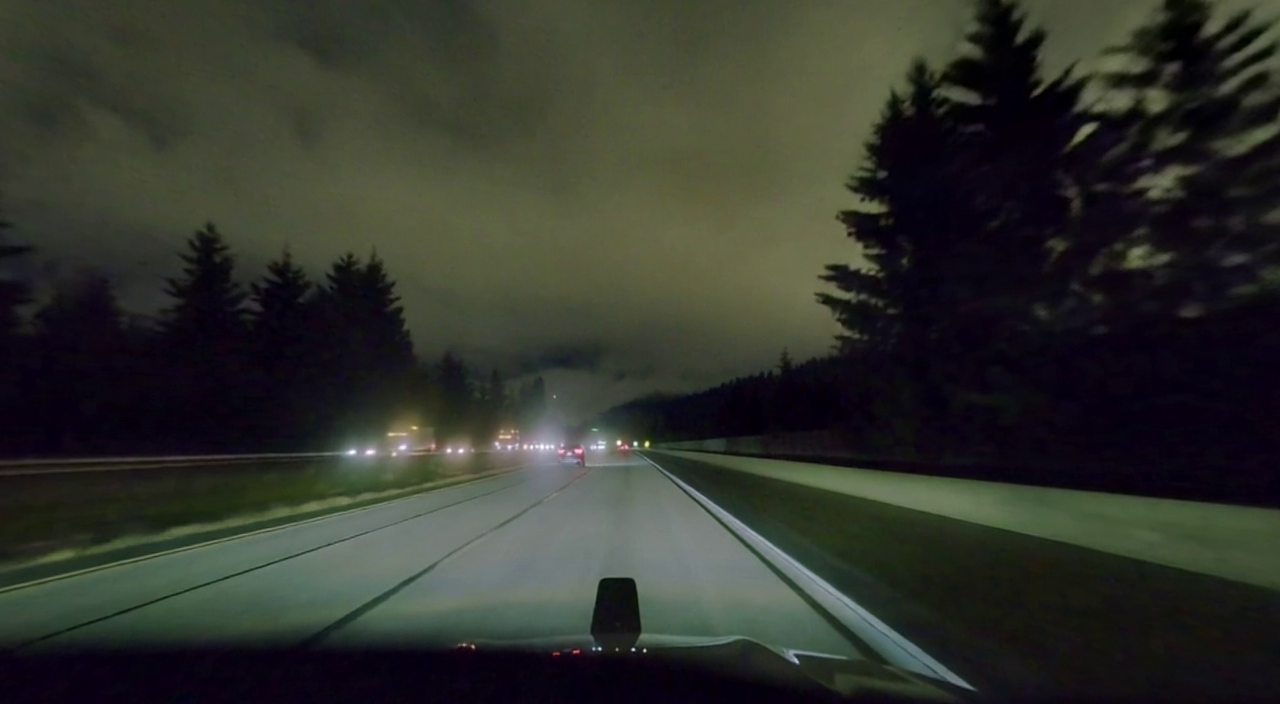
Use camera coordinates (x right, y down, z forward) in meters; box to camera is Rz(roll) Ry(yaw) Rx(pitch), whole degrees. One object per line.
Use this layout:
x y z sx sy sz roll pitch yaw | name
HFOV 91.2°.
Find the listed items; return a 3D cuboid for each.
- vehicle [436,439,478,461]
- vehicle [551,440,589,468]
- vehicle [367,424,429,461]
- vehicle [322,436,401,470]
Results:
-13.198 7.133 45.511 1.862 1.487 4.033 0 -9 0 | vehicle
-4.489 6.610 40.821 2.098 1.692 4.038 0 -9 -1 | vehicle
-18.036 6.853 47.155 2.363 2.579 5.795 0 -9 -1 | vehicle
-13.180 4.796 29.909 1.906 1.474 4.062 0 -9 0 | vehicle
